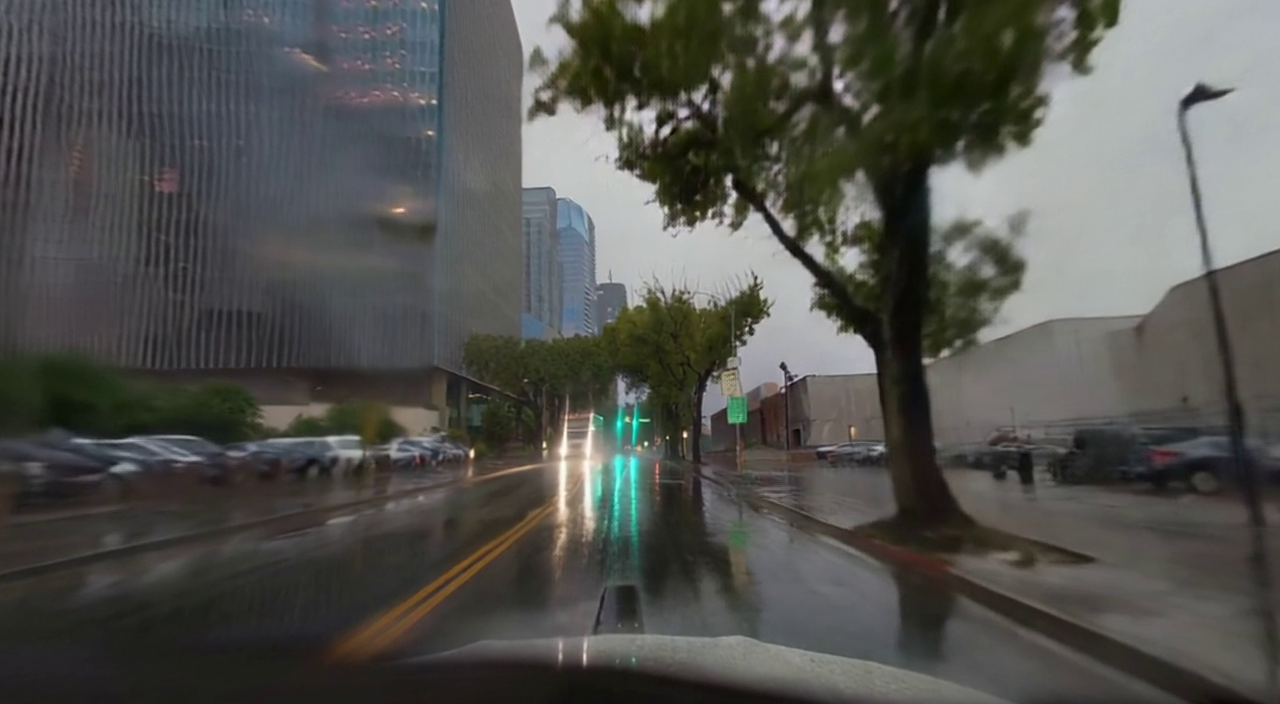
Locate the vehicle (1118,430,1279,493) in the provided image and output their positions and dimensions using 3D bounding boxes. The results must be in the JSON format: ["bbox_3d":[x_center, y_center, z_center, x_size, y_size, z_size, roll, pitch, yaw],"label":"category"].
[{"bbox_3d":[15.927,2.968,17.214,4.146,1.600,1.874,0,-9,-3],"label":"vehicle"}]
